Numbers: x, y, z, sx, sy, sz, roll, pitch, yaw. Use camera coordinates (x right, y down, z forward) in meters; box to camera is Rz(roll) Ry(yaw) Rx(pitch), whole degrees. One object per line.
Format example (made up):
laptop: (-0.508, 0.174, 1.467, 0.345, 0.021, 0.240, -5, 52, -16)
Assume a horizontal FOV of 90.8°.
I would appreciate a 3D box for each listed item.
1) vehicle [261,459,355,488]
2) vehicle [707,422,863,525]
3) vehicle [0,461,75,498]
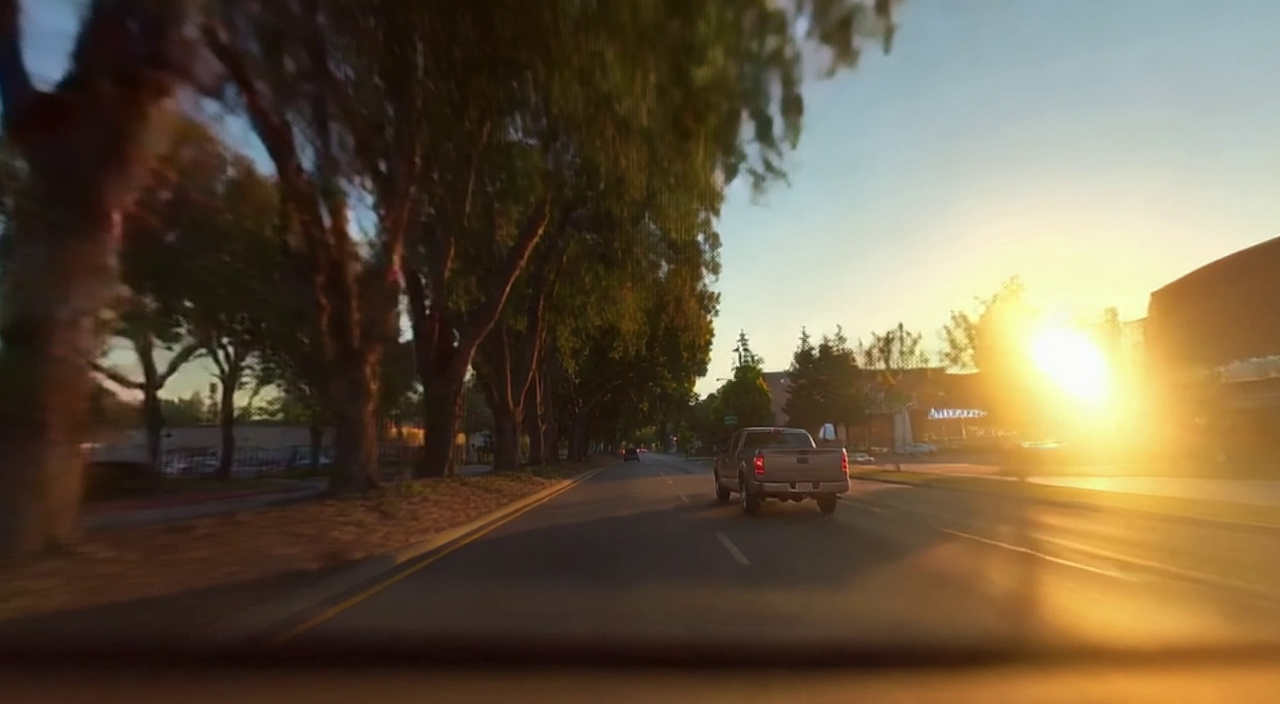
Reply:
vehicle: (-22.477, 8.229, 42.914, 5.074, 1.804, 2.283, -1, -9, 3)
vehicle: (2.899, 2.586, 14.071, 2.138, 1.836, 5.245, 0, -9, -1)
vehicle: (-29.719, 6.022, 29.975, 3.749, 1.600, 2.011, 0, -9, -2)
